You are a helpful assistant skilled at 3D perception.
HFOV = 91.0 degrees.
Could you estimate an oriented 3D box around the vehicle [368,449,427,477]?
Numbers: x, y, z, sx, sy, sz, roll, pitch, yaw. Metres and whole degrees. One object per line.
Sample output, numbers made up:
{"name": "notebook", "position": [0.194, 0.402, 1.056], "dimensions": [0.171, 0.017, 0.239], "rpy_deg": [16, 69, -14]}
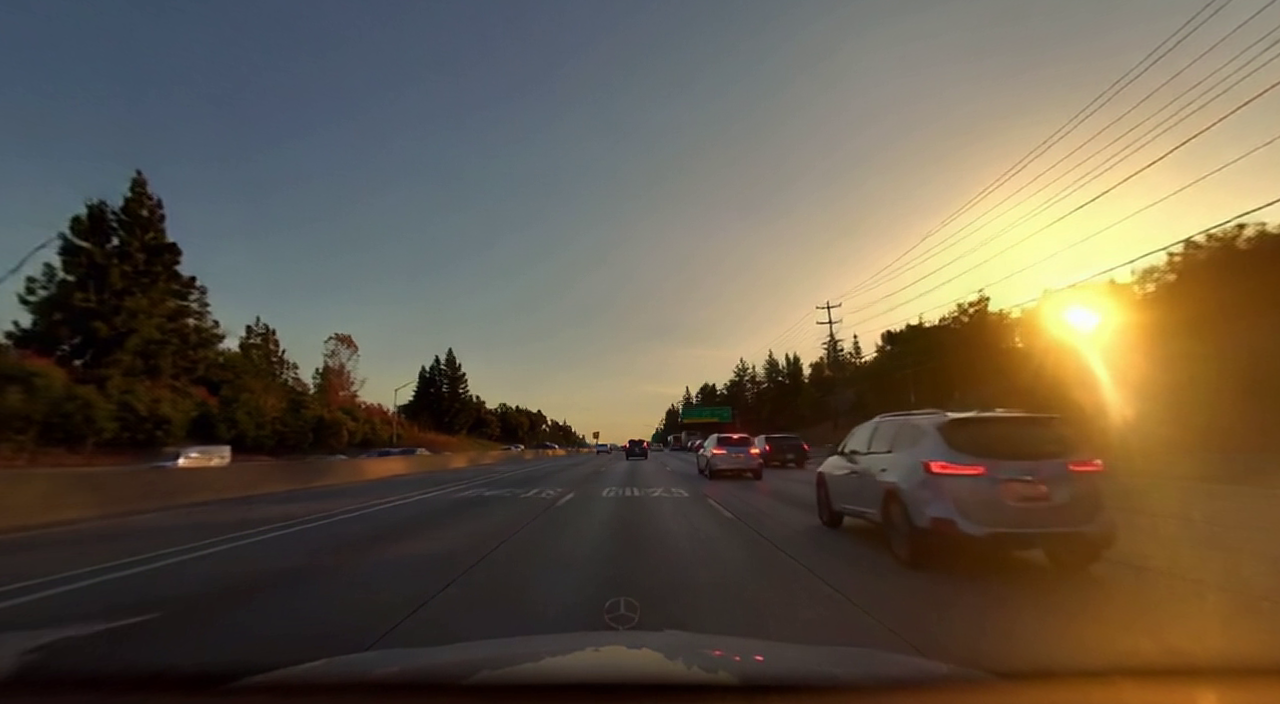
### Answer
{"name": "vehicle", "position": [-15.489, 7.092, 40.492], "dimensions": [1.995, 1.664, 4.401], "rpy_deg": [0, -8, 0]}

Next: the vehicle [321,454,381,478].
{"name": "vehicle", "position": [-19.099, 7.547, 41.874], "dimensions": [1.873, 1.469, 4.550], "rpy_deg": [0, -8, 0]}

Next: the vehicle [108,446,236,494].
{"name": "vehicle", "position": [-23.375, 5.855, 31.832], "dimensions": [2.250, 2.140, 5.580], "rpy_deg": [0, -8, -1]}

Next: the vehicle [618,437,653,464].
{"name": "vehicle", "position": [-0.340, 6.862, 43.971], "dimensions": [2.314, 1.796, 4.254], "rpy_deg": [0, -8, -1]}

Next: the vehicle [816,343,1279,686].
{"name": "vehicle", "position": [3.451, 1.228, 5.916], "dimensions": [2.095, 1.886, 4.727], "rpy_deg": [0, -8, -1]}

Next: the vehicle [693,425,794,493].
{"name": "vehicle", "position": [3.006, 3.255, 19.508], "dimensions": [2.152, 1.821, 4.853], "rpy_deg": [0, -8, -2]}
